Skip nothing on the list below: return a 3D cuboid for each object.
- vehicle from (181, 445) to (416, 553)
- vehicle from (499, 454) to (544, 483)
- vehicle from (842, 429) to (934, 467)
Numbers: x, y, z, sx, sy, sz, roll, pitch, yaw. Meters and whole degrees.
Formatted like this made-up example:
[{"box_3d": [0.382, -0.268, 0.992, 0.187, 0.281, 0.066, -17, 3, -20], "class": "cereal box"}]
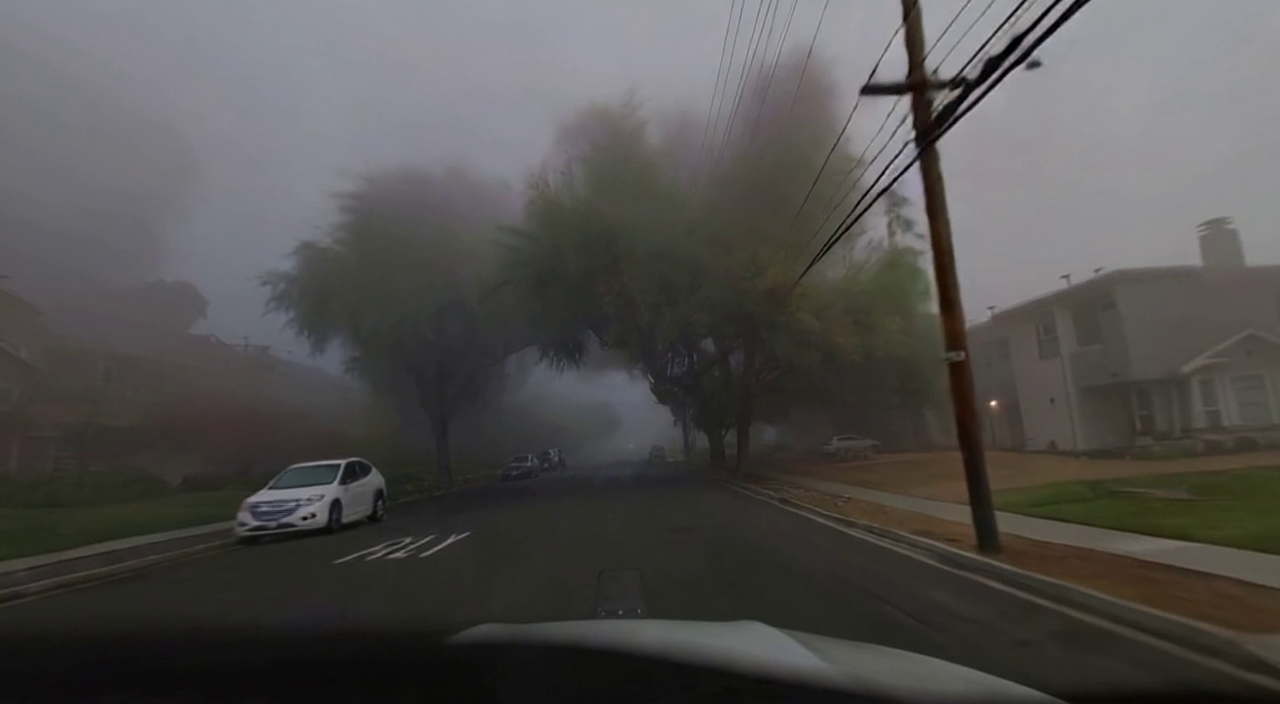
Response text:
[{"box_3d": [-6.801, 2.933, 13.498, 2.162, 1.757, 5.201, -2, -9, -1], "class": "vehicle"}, {"box_3d": [-7.193, 7.078, 38.764, 2.041, 1.587, 3.920, -2, -9, 0], "class": "vehicle"}, {"box_3d": [13.258, 5.146, 33.839, 4.145, 1.767, 1.880, -9, -10, 29], "class": "vehicle"}]
